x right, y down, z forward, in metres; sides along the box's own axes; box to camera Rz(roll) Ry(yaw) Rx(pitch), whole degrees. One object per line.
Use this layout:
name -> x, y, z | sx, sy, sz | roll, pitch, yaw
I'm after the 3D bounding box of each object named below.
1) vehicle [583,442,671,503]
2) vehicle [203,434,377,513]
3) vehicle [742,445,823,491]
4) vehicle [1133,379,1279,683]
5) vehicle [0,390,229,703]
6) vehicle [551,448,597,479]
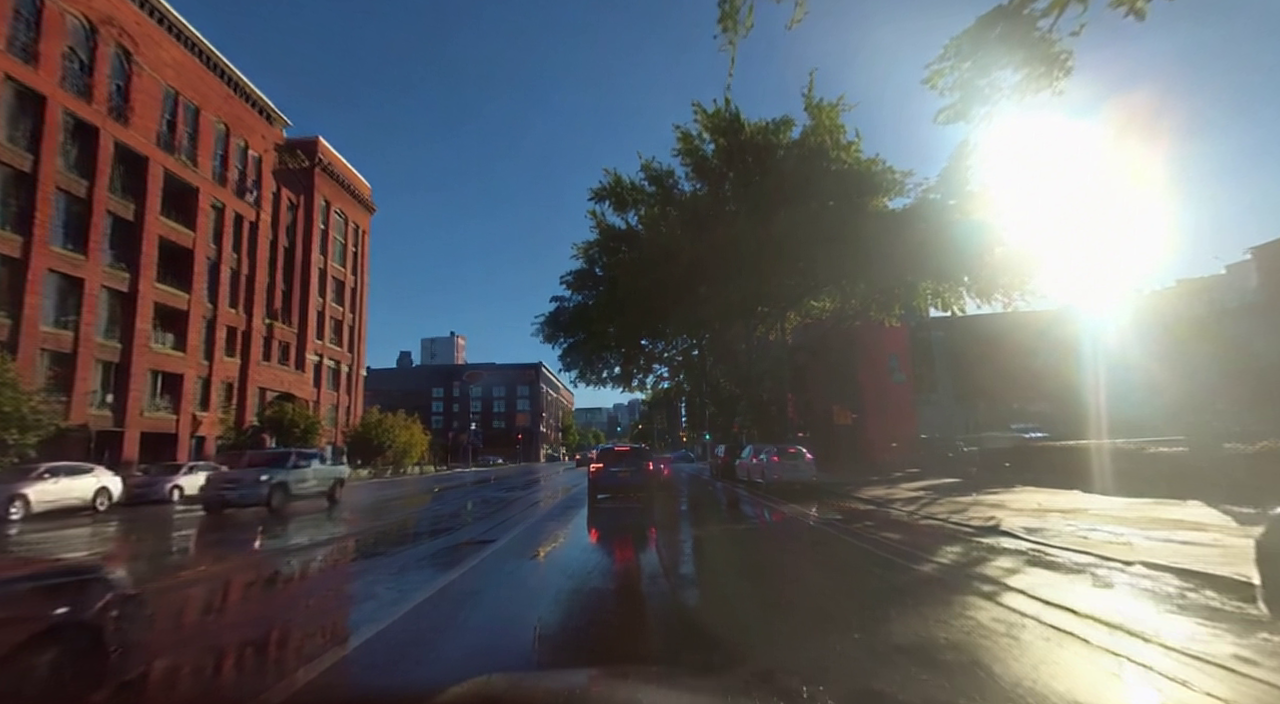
vehicle -> -0.332, 3.377, 18.097 | 2.230, 1.518, 4.113 | 0, -9, 0
vehicle -> -9.625, 3.357, 17.931 | 2.152, 1.890, 4.804 | 0, -9, 0
vehicle -> 4.969, 4.090, 22.534 | 1.832, 1.491, 4.054 | 0, -9, -1
vehicle -> 4.833, 0.822, 2.227 | 2.123, 1.736, 4.795 | 1, -9, -3
vehicle -> -3.453, 0.759, 1.329 | 1.934, 1.548, 4.635 | 0, -9, 1
vehicle -> -3.523, 6.035, 34.460 | 1.972, 1.560, 4.066 | 0, -9, 2
